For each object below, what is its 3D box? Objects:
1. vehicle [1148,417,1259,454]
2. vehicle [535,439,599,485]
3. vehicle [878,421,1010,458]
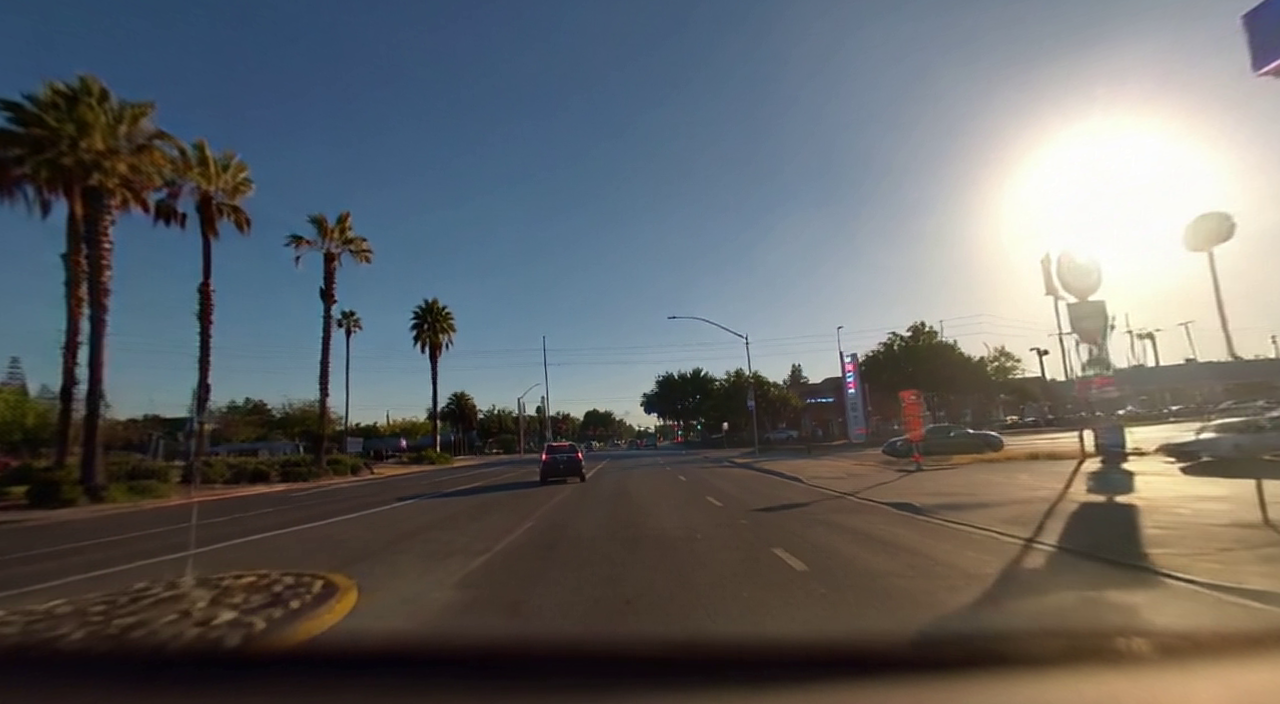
[{"bbox_3d":[27.284,4.075,30.666,3.685,1.459,1.685,3,-12,1],"label":"vehicle"},{"bbox_3d":[-2.747,4.028,23.478,2.073,1.525,4.809,1,-9,-8],"label":"vehicle"},{"bbox_3d":[14.463,4.202,30.296,5.317,1.700,1.901,0,-9,0],"label":"vehicle"}]
